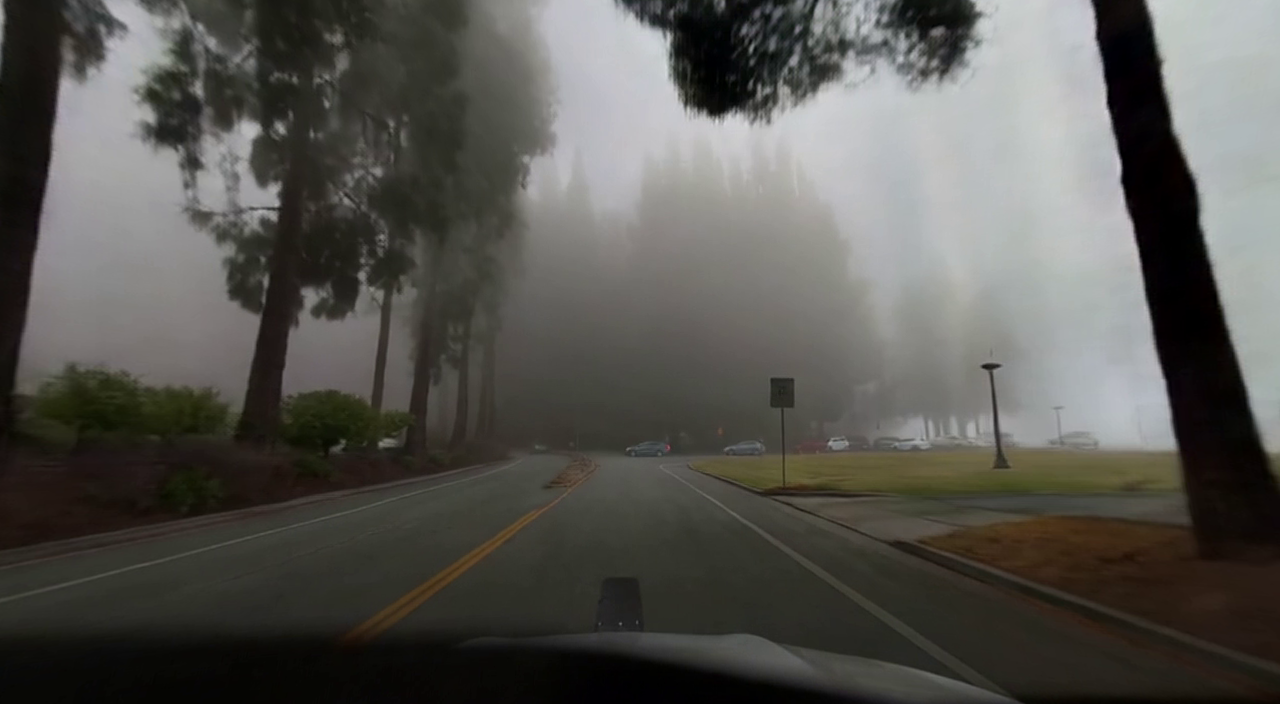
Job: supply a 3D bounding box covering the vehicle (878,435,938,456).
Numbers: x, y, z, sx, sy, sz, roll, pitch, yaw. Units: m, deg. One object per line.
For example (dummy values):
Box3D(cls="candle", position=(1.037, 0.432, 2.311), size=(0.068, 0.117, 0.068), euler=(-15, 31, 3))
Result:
Box3D(cls="vehicle", position=(20.875, 7.330, 49.246), size=(3.830, 1.429, 1.890), euler=(4, -10, -10))
